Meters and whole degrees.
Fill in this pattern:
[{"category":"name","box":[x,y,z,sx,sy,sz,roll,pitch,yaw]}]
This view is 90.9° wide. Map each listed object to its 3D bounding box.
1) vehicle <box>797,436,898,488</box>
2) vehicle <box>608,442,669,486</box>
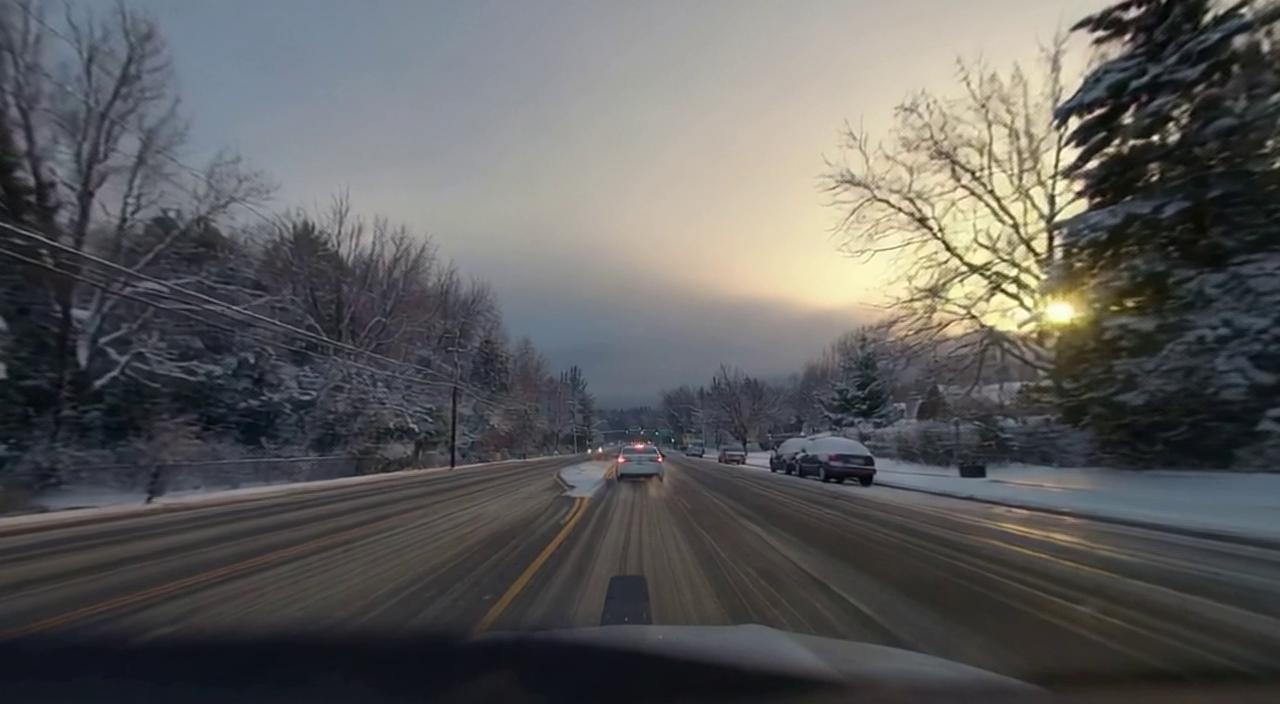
[{"category":"vehicle","box":[8.090,4.326,25.167,2.185,1.818,5.038,0,-9,-2]},{"category":"vehicle","box":[-0.064,4.140,23.679,2.099,1.470,4.302,0,-9,0]}]
